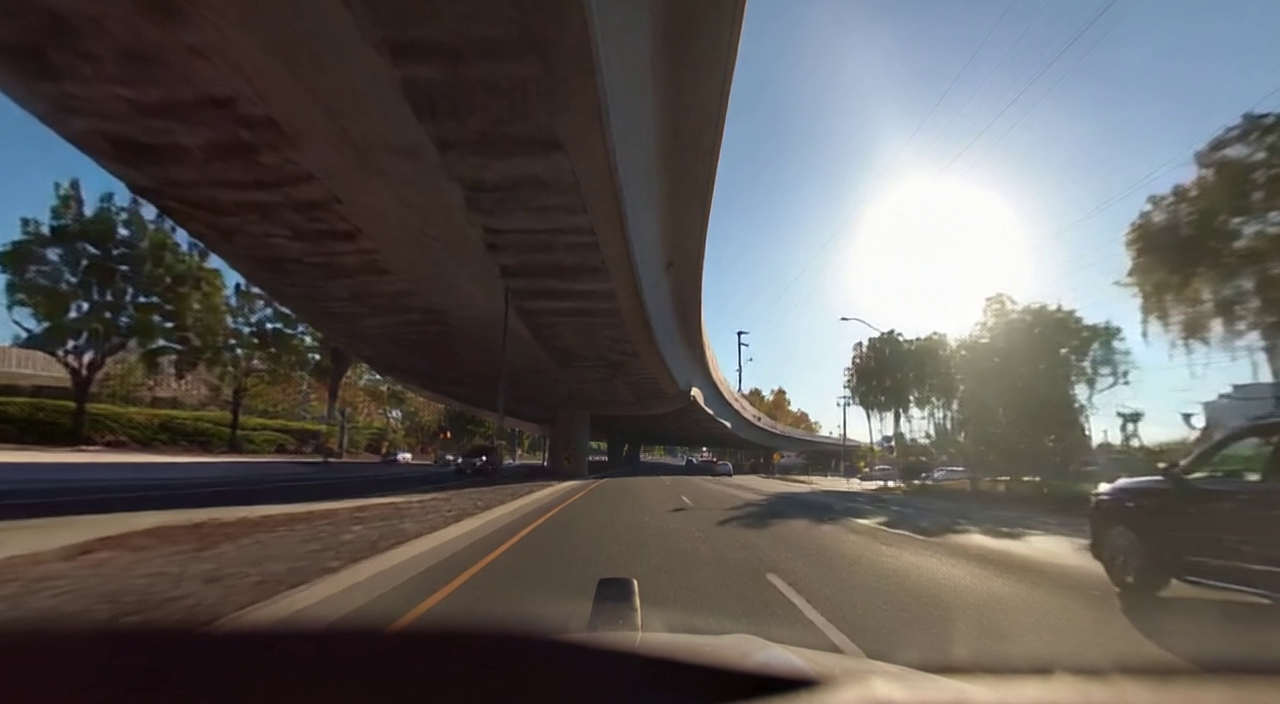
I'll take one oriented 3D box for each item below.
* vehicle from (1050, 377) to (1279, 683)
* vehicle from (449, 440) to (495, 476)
[{"bbox_3d":[5.081,0.958,3.260,2.331,1.872,5.378,-3,-8,1],"label":"vehicle"},{"bbox_3d":[-11.161,7.166,42.244,2.206,2.034,4.486,-2,-13,-5],"label":"vehicle"}]
